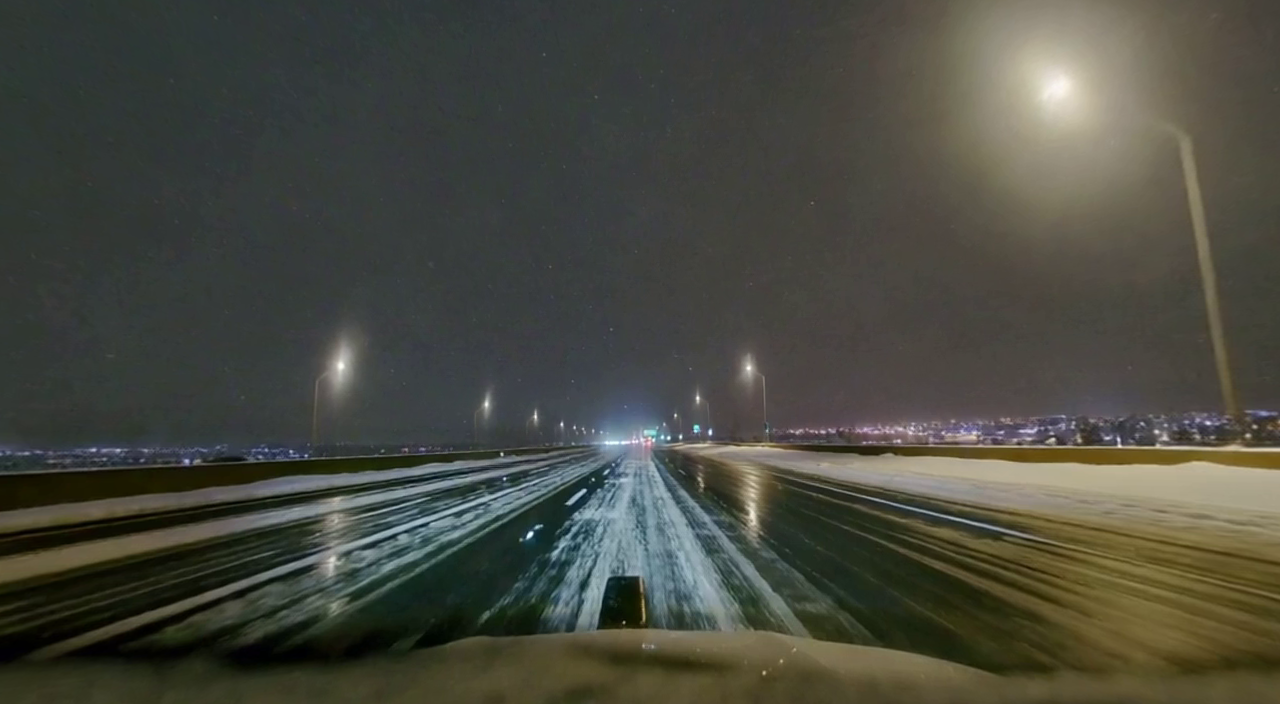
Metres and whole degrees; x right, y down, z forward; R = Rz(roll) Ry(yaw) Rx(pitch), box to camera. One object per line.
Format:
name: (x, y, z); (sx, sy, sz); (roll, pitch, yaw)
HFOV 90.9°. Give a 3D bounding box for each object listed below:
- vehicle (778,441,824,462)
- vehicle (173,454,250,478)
vehicle: (12.031, 7.465, 47.584); (1.977, 1.528, 5.111); (0, -8, -2)
vehicle: (-29.905, 7.928, 44.209); (2.089, 1.493, 4.781); (0, -8, 0)
